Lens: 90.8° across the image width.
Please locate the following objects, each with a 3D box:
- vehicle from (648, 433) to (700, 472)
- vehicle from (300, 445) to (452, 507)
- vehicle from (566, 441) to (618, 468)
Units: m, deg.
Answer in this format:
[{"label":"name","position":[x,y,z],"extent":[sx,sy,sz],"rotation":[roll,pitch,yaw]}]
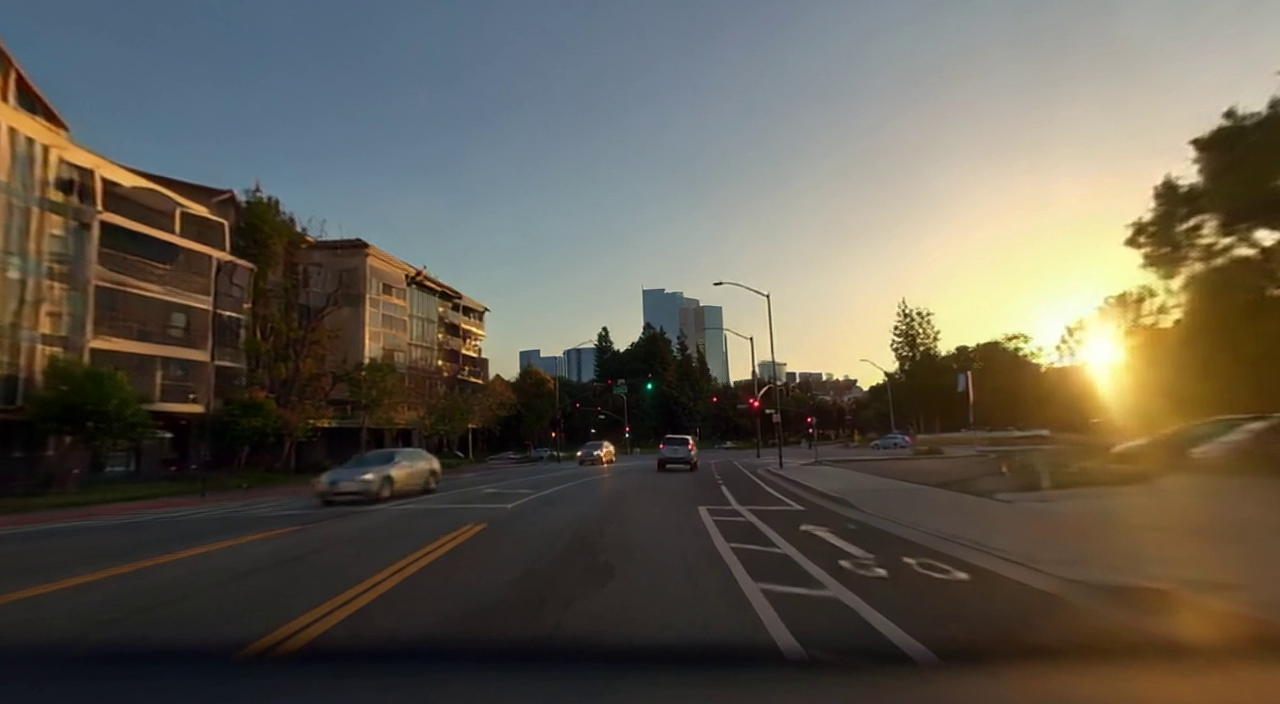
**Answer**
[{"label":"vehicle","position":[1.801,5.063,32.111],"extent":[2.230,1.827,4.298],"rotation":[-1,-9,9]},{"label":"vehicle","position":[-7.093,3.347,17.656],"extent":[1.939,1.484,4.645],"rotation":[-1,-8,5]},{"label":"vehicle","position":[-3.281,7.150,44.348],"extent":[2.183,1.699,4.974],"rotation":[-4,-8,13]}]
